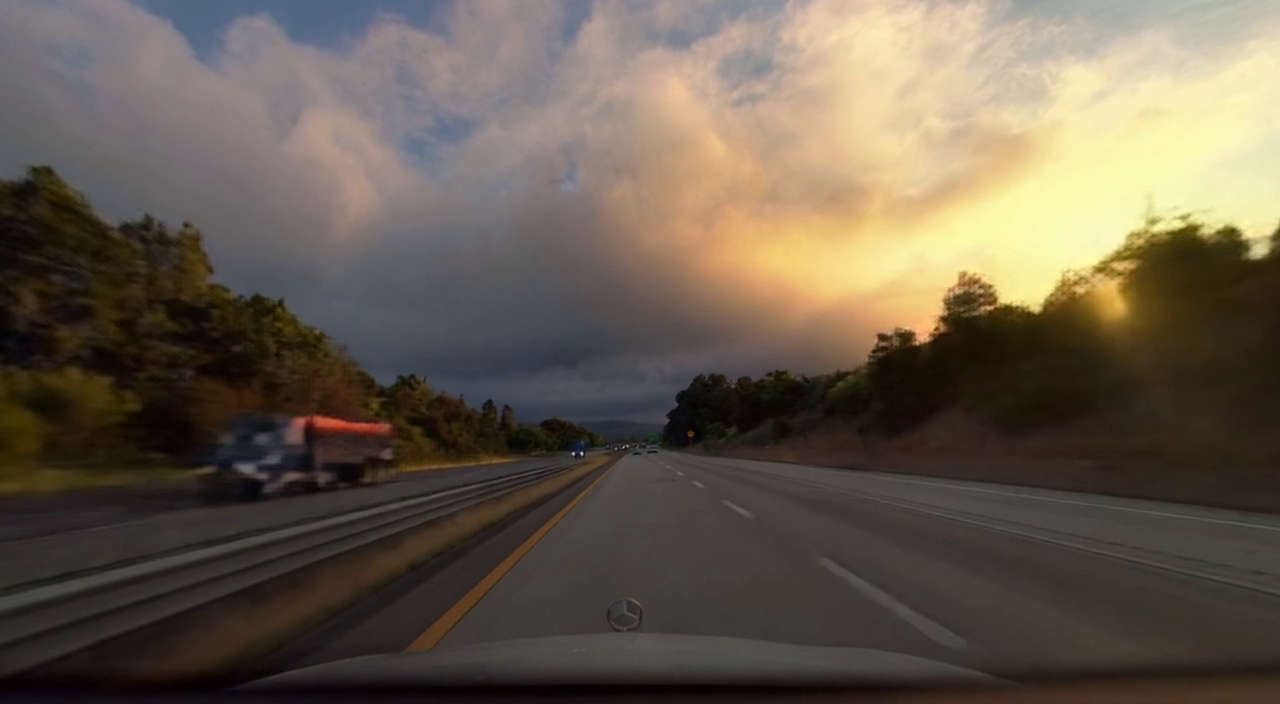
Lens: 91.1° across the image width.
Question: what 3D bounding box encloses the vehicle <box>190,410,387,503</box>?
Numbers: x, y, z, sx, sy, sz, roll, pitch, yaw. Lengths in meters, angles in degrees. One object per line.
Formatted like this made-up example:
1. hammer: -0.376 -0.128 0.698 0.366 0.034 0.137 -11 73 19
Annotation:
1. vehicle: -13.128 4.051 24.720 2.914 2.958 8.402 -1 -9 0
